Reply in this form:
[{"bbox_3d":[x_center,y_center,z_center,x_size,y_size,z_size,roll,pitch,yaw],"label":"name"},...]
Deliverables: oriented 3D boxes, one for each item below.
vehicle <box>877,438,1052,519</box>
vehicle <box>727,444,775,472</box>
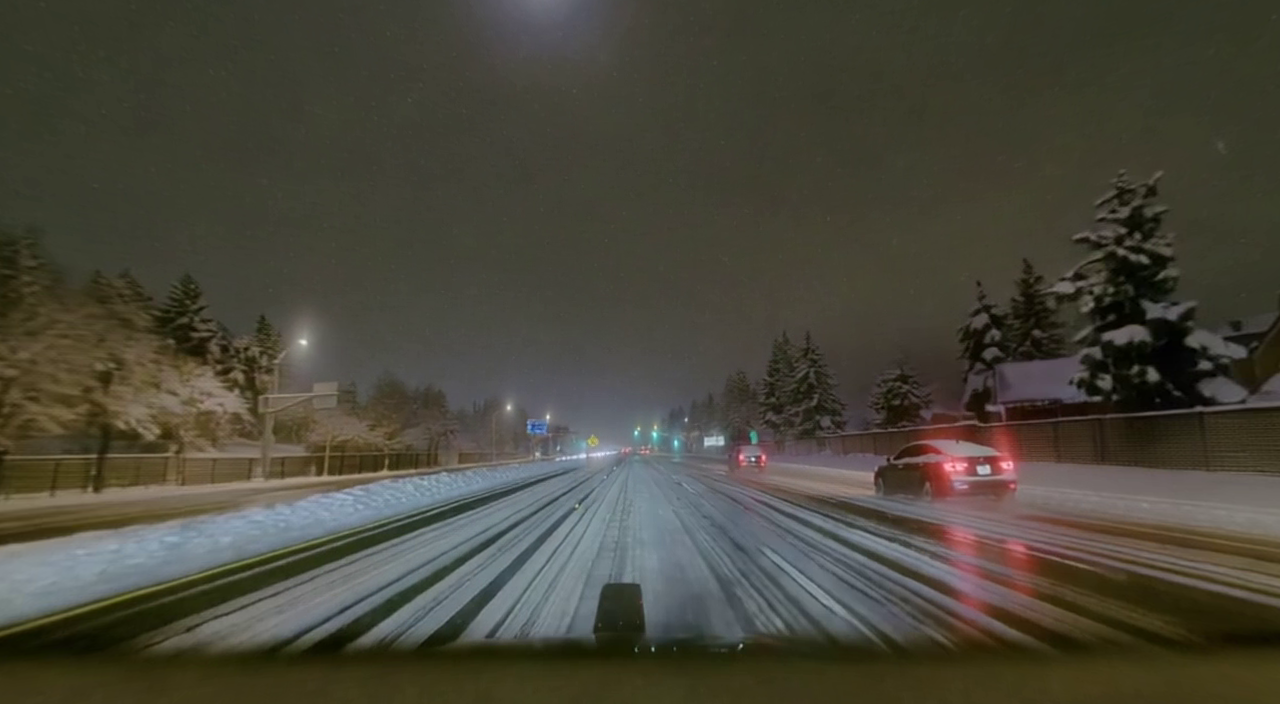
[{"bbox_3d":[6.862,2.678,13.879,1.838,1.518,3.713,0,-8,-1],"label":"vehicle"},{"bbox_3d":[6.611,6.339,37.997,1.987,1.597,4.463,0,-8,-1],"label":"vehicle"}]
